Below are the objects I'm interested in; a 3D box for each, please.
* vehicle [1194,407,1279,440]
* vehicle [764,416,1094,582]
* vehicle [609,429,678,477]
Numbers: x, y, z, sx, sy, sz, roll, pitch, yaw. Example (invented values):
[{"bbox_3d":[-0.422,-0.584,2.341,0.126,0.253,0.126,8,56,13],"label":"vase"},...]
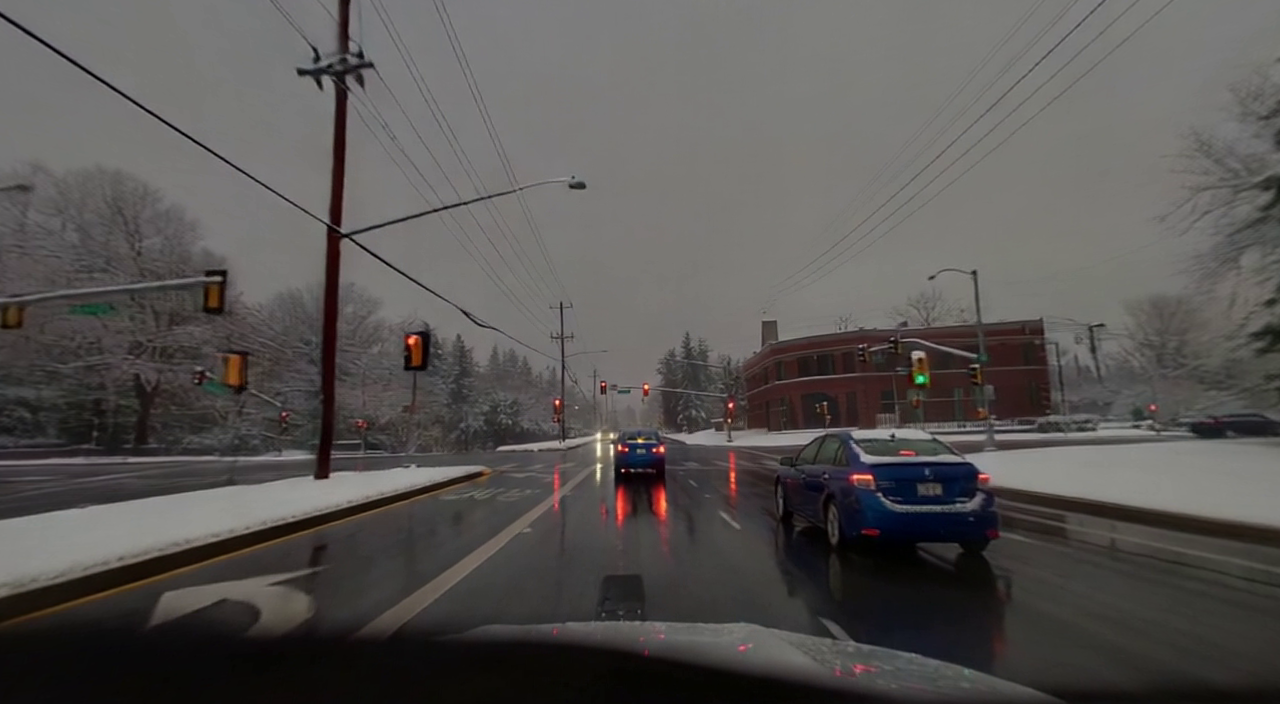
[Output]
[{"bbox_3d":[38.700,4.527,39.669,5.668,1.925,2.384,1,-8,-5],"label":"vehicle"},{"bbox_3d":[2.982,1.619,7.779,2.004,1.448,4.263,0,-8,-1],"label":"vehicle"},{"bbox_3d":[0.121,3.389,21.297,2.110,1.466,3.860,0,-8,0],"label":"vehicle"}]
